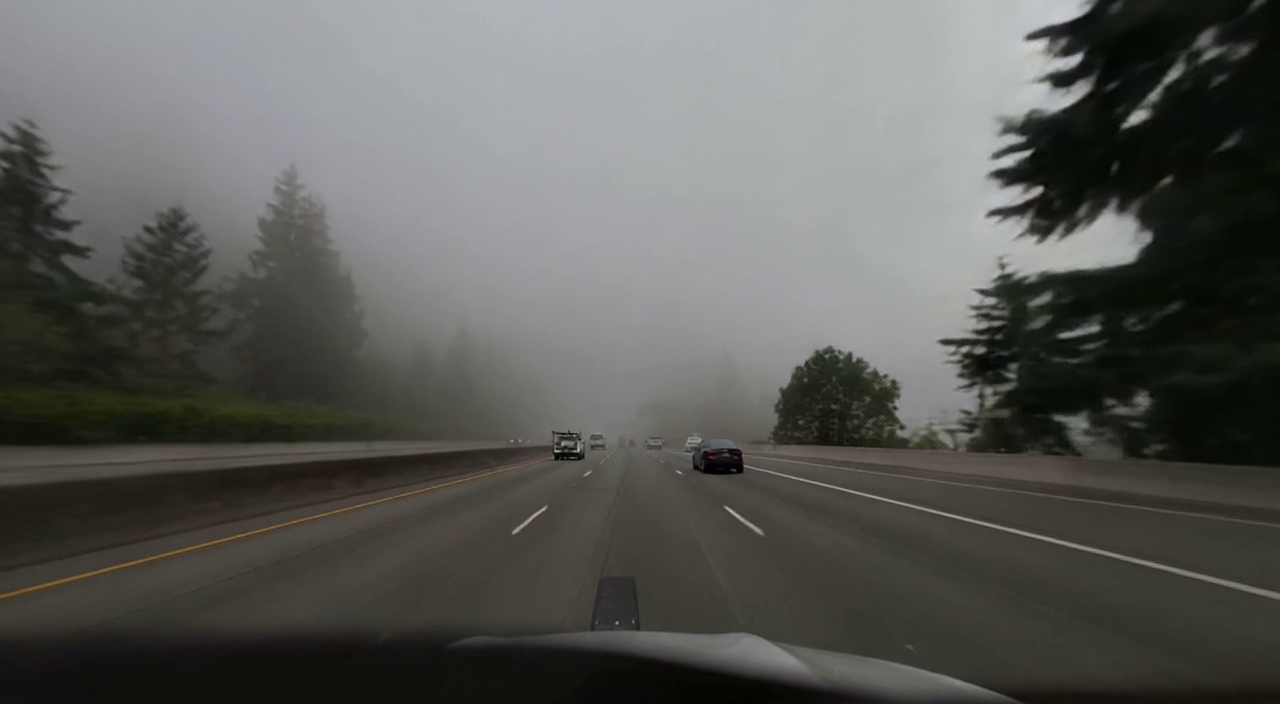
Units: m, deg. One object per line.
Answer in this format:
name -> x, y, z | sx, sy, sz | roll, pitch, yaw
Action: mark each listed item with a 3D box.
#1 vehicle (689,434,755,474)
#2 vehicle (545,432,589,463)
vehicle -> 3.179, 4.045, 25.315 | 1.990, 1.480, 3.865 | 0, -8, -2
vehicle -> -4.017, 5.350, 35.485 | 2.011, 1.614, 4.808 | 0, -8, -1
